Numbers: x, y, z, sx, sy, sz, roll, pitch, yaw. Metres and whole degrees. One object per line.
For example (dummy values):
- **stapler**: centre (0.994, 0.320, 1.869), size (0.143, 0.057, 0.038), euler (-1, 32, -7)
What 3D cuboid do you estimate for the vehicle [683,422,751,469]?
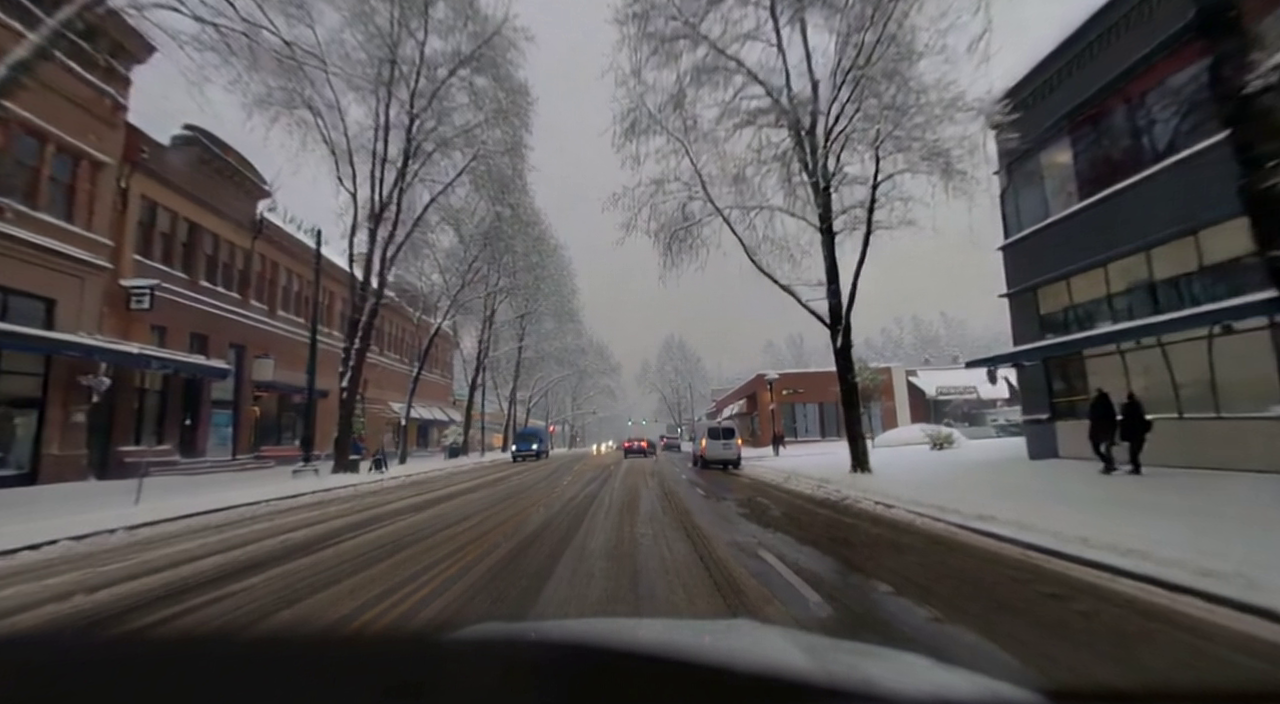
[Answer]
- **vehicle**: centre (3.444, 4.276, 29.122), size (2.357, 1.986, 5.136), euler (0, -7, -1)
